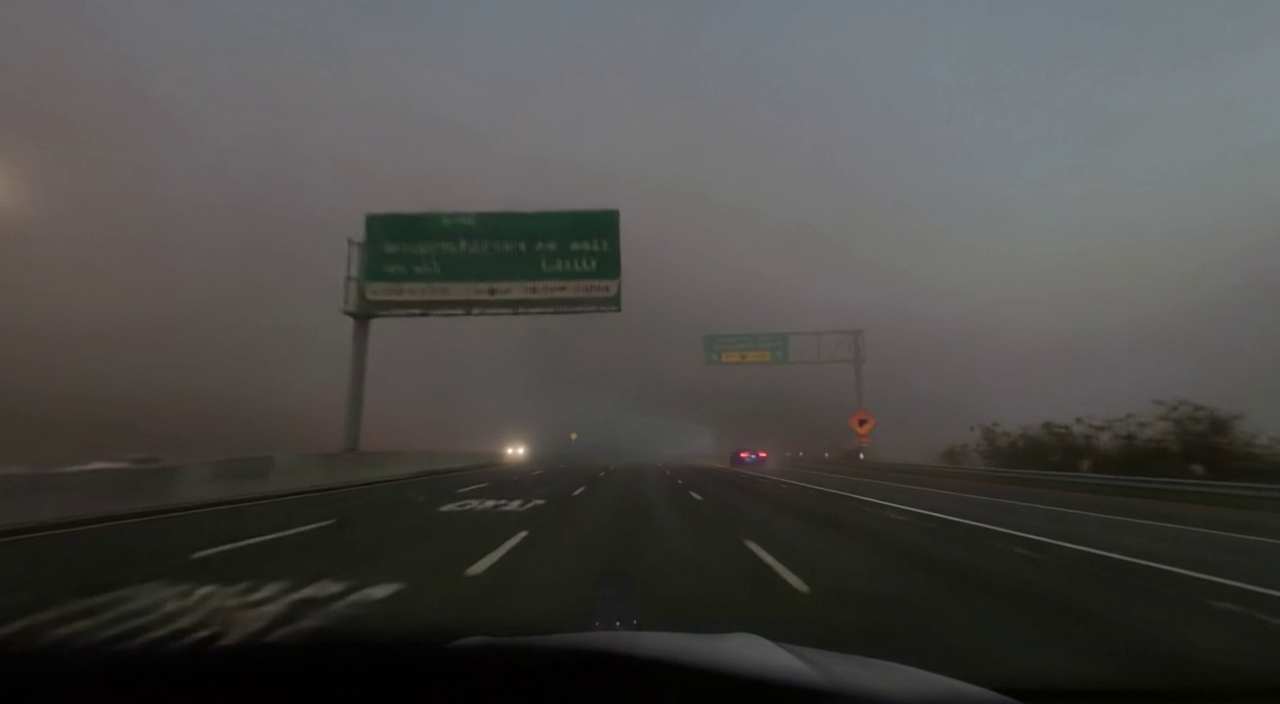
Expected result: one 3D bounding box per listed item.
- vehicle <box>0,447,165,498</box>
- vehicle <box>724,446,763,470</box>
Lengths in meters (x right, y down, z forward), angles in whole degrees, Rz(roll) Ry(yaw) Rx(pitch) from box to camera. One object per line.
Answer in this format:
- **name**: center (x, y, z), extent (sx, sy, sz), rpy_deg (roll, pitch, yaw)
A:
- **vehicle**: center (-18.687, 4.003, 21.414), extent (1.843, 1.462, 4.235), rpy_deg (0, -8, 0)
- **vehicle**: center (7.189, 7.395, 44.373), extent (1.958, 1.498, 4.447), rpy_deg (0, -7, -1)
